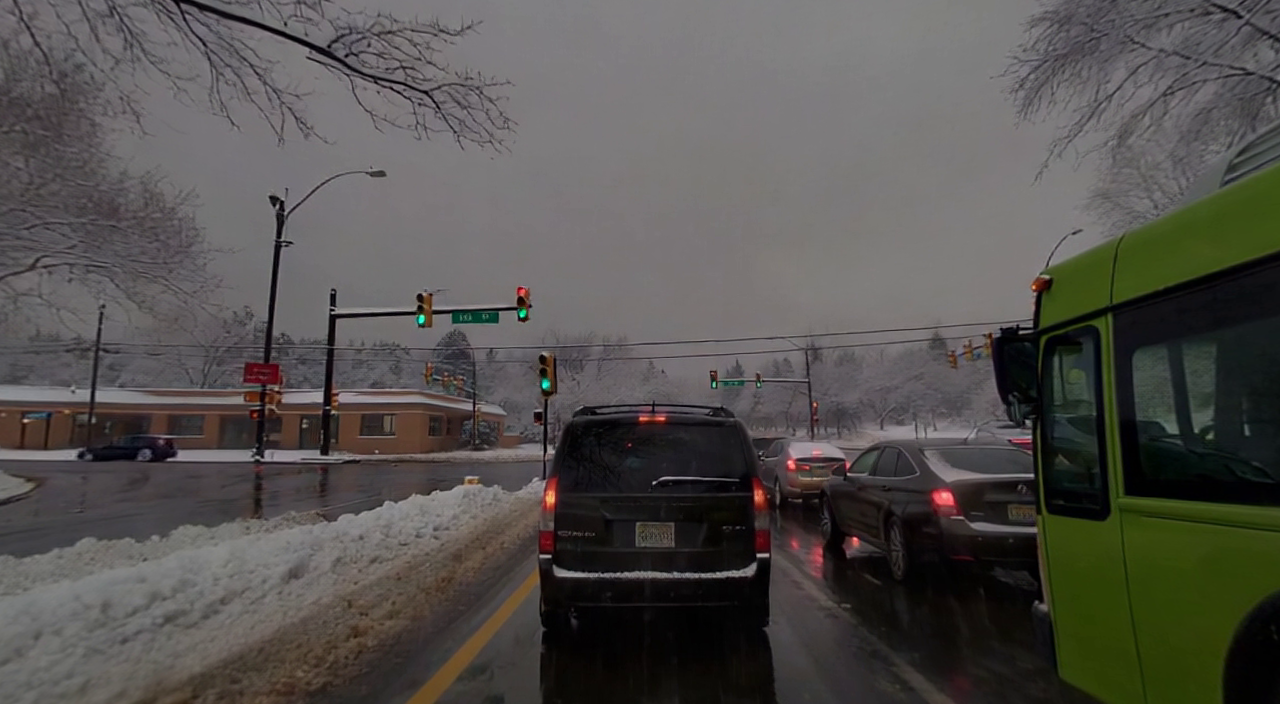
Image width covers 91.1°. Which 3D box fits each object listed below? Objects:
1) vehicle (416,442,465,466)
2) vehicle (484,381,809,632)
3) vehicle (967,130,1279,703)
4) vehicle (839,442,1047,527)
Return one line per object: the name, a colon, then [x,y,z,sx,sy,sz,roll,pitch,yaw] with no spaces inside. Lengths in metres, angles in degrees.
vehicle: [-15.498,7.901,48.700,1.924,1.720,4.097,8,-12,-44]
vehicle: [0.023,1.475,7.006,2.381,1.842,4.603,0,-8,-1]
vehicle: [2.622,0.317,0.423,2.037,2.065,5.037,0,-8,0]
vehicle: [5.993,2.637,13.221,1.987,1.457,4.675,0,-8,-1]
